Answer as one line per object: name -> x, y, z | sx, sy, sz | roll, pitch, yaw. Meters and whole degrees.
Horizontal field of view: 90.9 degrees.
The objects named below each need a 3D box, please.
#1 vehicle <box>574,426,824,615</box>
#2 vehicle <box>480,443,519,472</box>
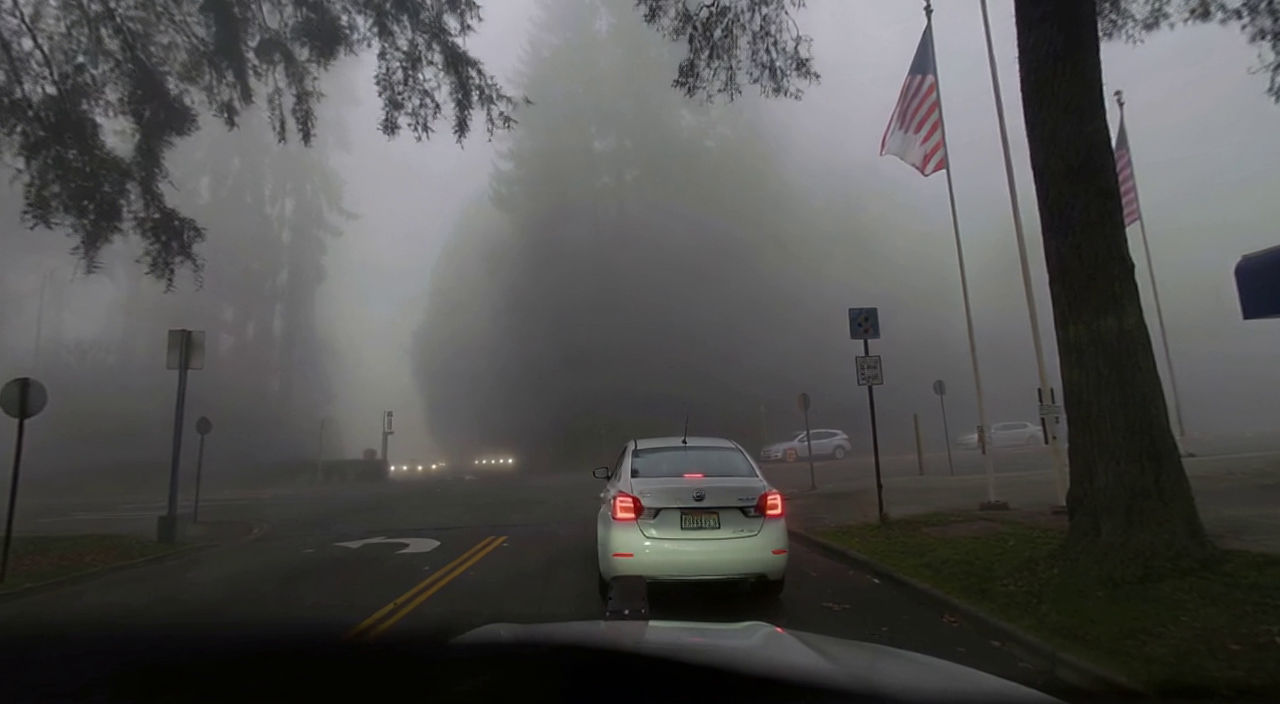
vehicle -> 0.378, 1.621, 6.897 | 1.985, 1.463, 3.647 | 0, -9, -3
vehicle -> -10.058, 7.590, 45.343 | 2.212, 1.948, 4.537 | 0, -9, -6
